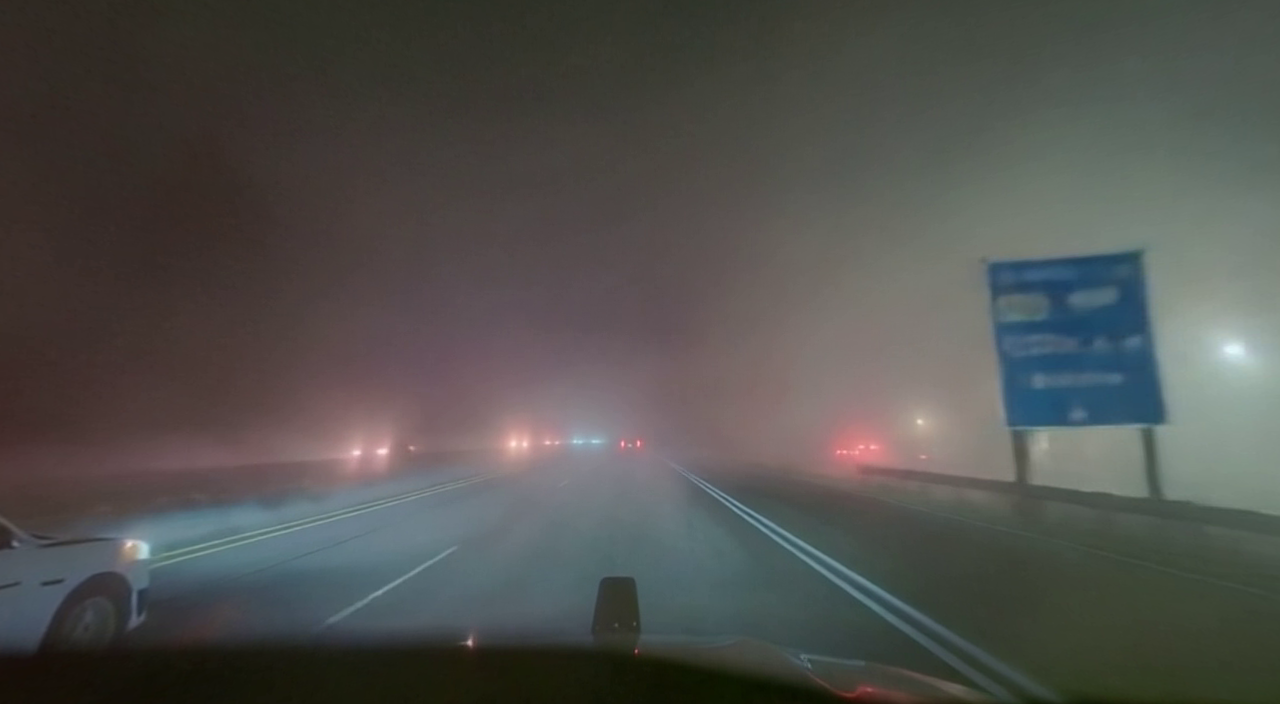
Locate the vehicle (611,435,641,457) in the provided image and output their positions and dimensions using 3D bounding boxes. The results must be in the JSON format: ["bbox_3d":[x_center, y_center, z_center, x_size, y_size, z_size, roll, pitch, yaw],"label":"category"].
[{"bbox_3d":[-0.993,6.691,44.988,2.025,1.519,3.924,0,-8,-1],"label":"vehicle"}]

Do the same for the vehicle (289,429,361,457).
[{"bbox_3d":[-18.051,5.230,36.242,1.854,1.492,4.562,0,-8,-1],"label":"vehicle"}]

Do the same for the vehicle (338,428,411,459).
[{"bbox_3d":[-13.562,4.698,32.421,1.877,1.515,4.495,0,-8,-1],"label":"vehicle"}]
